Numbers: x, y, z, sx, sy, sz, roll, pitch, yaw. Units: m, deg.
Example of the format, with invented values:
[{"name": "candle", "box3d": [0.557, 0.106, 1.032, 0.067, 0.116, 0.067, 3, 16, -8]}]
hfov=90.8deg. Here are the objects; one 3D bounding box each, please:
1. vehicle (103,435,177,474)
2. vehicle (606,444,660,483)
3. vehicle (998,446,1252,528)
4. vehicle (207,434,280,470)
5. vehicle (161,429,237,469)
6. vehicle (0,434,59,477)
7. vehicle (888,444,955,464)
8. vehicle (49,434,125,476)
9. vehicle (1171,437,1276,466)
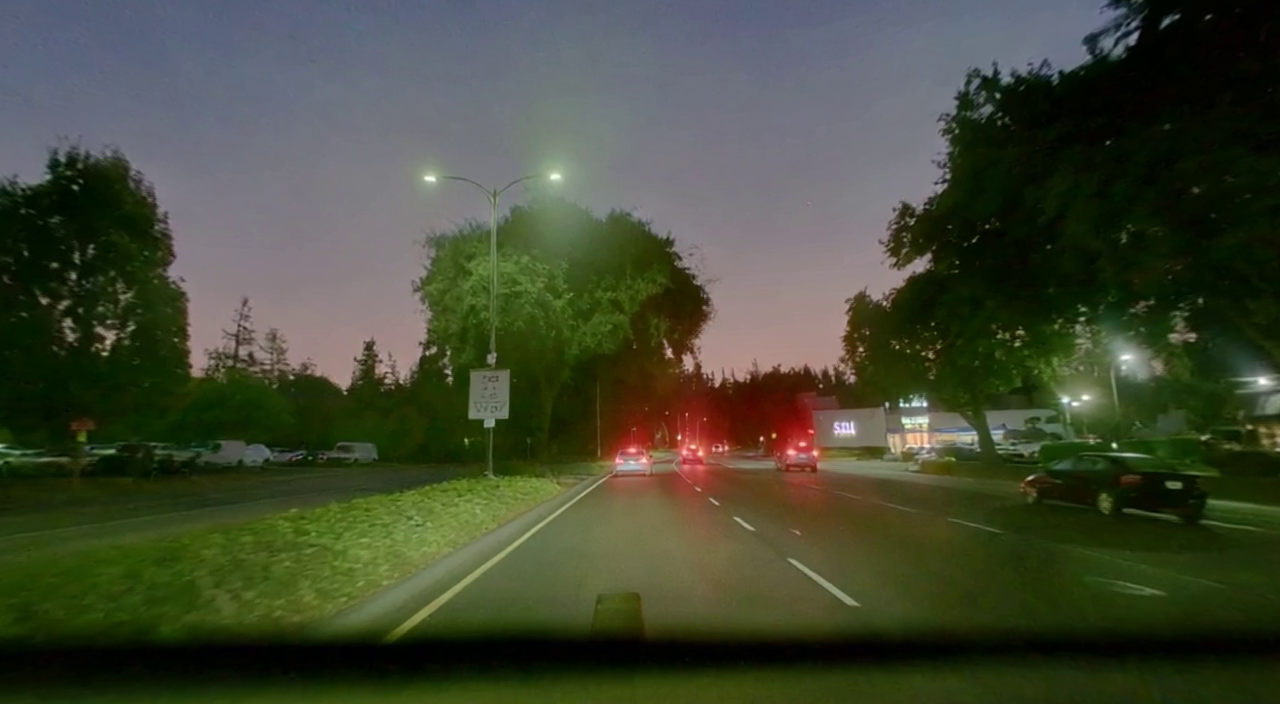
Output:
[{"name": "vehicle", "box3d": [-34.494, 7.012, 43.492, 6.029, 2.538, 2.343, -6, -11, 37]}, {"name": "vehicle", "box3d": [-0.268, 4.615, 26.456, 2.095, 1.456, 3.873, 0, -8, 0]}, {"name": "vehicle", "box3d": [10.239, 2.830, 13.974, 1.930, 1.475, 4.648, 0, -8, 0]}, {"name": "vehicle", "box3d": [-30.155, 7.655, 47.985, 5.689, 2.583, 2.285, -7, -12, 32]}, {"name": "vehicle", "box3d": [-31.910, 7.095, 45.641, 5.926, 2.638, 2.413, -8, -12, 35]}, {"name": "vehicle", "box3d": [-39.335, 6.593, 40.484, 5.700, 2.520, 2.423, -8, -10, 43]}, {"name": "vehicle", "box3d": [21.481, 7.813, 48.394, 4.197, 1.505, 1.915, 0, -8, 1]}, {"name": "vehicle", "box3d": [-36.630, 6.763, 41.771, 6.393, 2.554, 2.474, -7, -10, 38]}, {"name": "vehicle", "box3d": [34.473, 5.867, 37.411, 4.198, 1.653, 1.910, -1, -9, 2]}]
